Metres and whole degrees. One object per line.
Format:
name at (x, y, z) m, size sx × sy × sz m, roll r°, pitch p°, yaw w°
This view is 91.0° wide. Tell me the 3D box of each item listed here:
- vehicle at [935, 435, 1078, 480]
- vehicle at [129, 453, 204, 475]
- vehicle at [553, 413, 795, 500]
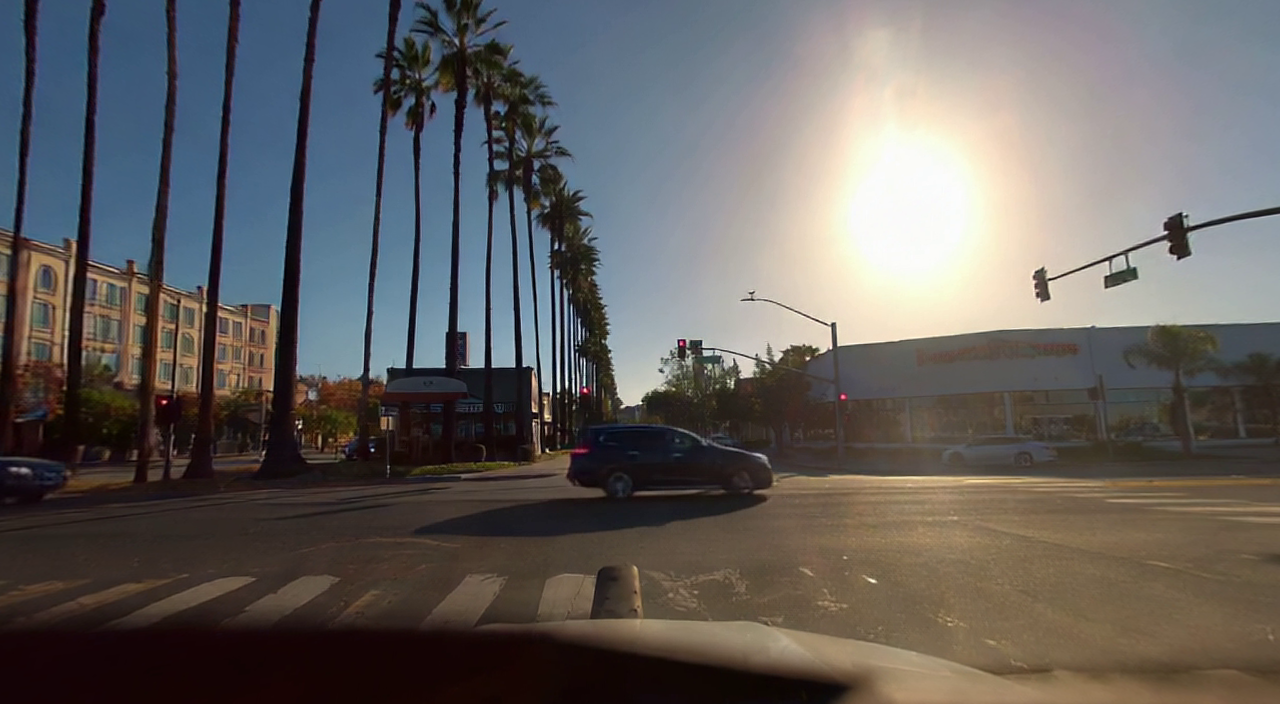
vehicle at (14.979, 4.339, 26.083) m, size 4.722 × 1.717 × 2.000 m, roll -3°, pitch -9°, yaw 19°
vehicle at (-37.258, 8.816, 49.674) m, size 2.160 × 1.565 × 4.868 m, roll 0°, pitch -9°, yaw -1°
vehicle at (0.741, 2.592, 15.790) m, size 5.619 × 1.951 × 2.321 m, roll 1°, pitch -8°, yaw -4°
